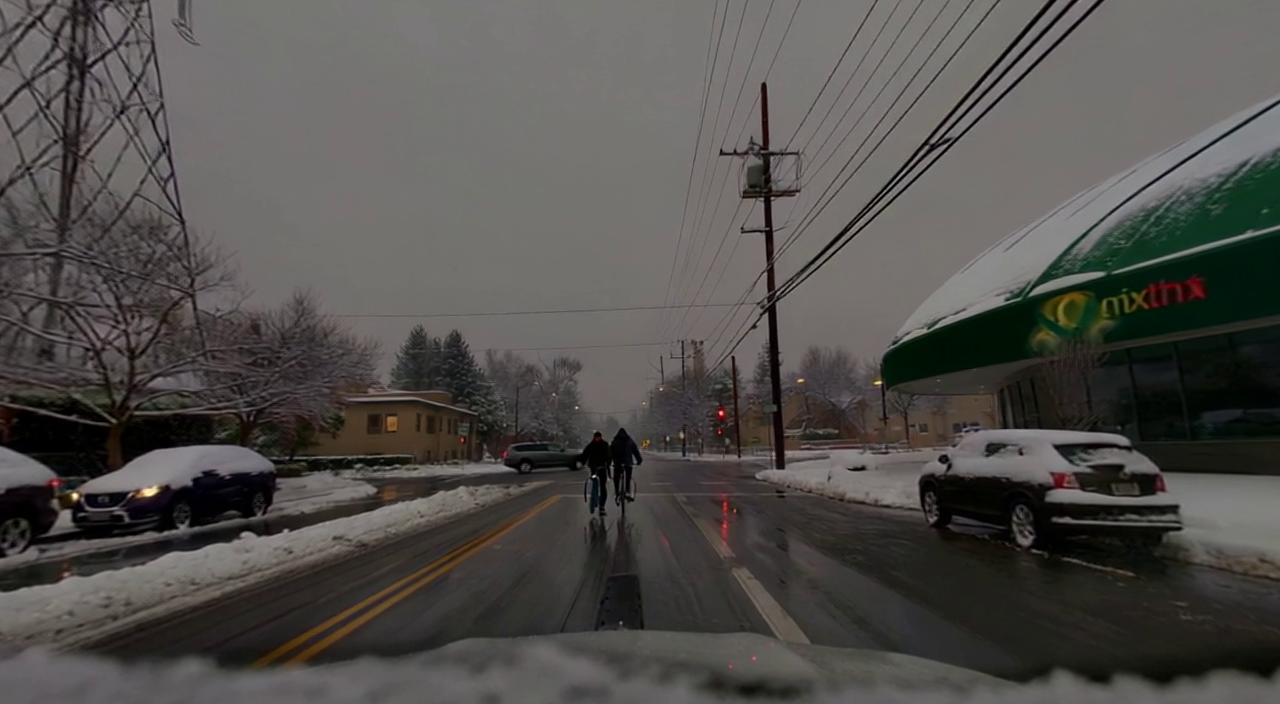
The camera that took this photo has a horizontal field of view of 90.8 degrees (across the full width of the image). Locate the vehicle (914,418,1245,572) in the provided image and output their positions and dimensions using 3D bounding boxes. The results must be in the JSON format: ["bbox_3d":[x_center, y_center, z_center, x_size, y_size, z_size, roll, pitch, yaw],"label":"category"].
[{"bbox_3d":[5.829,1.902,9.164,1.873,1.714,3.979,0,-8,0],"label":"vehicle"}]

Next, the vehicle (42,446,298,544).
[{"bbox_3d":[-10.240,3.079,14.445,2.075,1.816,4.900,0,-8,0],"label":"vehicle"}]

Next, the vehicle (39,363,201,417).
[{"bbox_3d":[-17.107,1.302,20.942,3.685,1.584,1.708,1,-9,-3],"label":"vehicle"}]

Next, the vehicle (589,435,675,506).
[{"bbox_3d":[-0.171,3.321,18.174,2.190,1.783,4.048,0,-8,1],"label":"vehicle"}]

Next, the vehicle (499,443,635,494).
[{"bbox_3d":[-2.945,4.592,25.282,4.961,1.832,2.287,3,-9,-21],"label":"vehicle"}]
